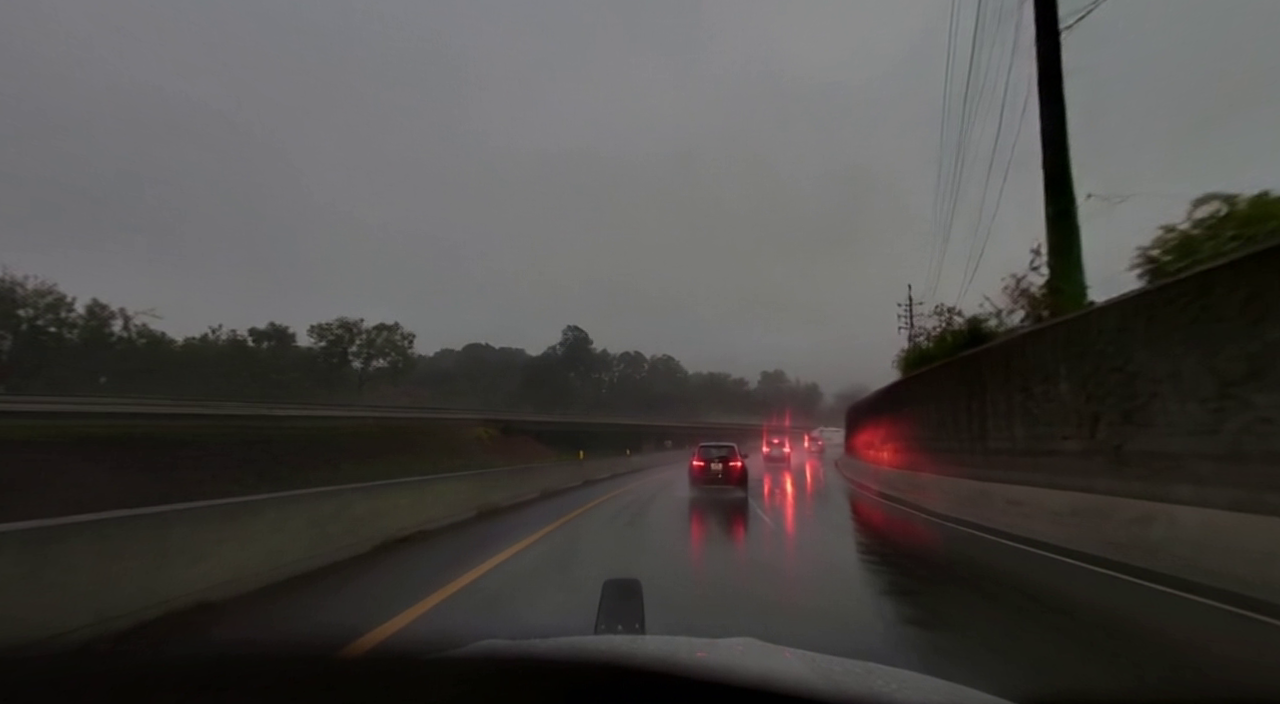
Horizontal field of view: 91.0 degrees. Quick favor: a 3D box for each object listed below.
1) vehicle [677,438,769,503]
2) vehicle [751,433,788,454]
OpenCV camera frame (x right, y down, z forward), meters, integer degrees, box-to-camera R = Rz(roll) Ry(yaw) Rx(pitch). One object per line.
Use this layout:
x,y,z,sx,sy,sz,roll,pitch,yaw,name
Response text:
2.190,3.080,16.862,2.091,1.482,4.321,-1,-9,7,vehicle
9.723,6.848,46.955,1.931,1.485,4.191,-4,-9,22,vehicle
